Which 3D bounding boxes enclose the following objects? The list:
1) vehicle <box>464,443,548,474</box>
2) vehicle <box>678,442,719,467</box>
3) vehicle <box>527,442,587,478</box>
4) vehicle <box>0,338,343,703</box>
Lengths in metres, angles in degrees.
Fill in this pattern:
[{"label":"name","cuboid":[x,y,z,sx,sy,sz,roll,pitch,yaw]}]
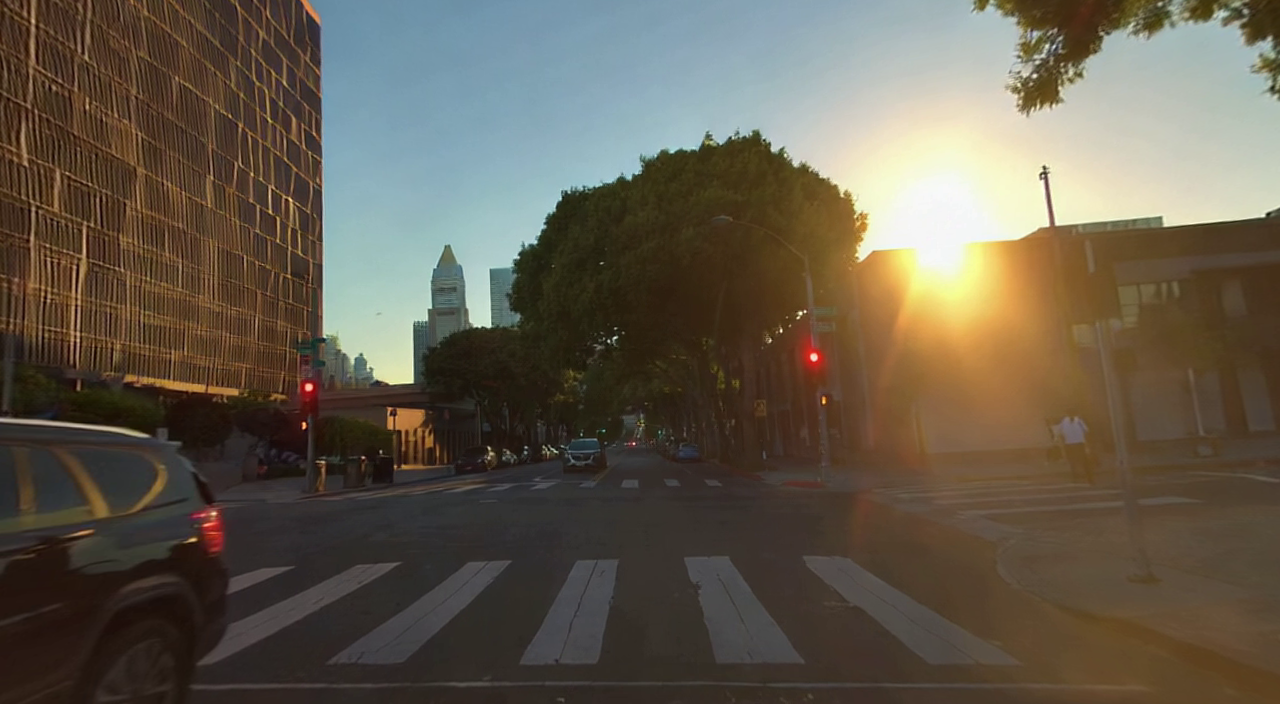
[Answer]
[{"label":"vehicle","cuboid":[-8.021,6.349,38.014,4.526,1.726,1.963,8,-12,-44]},{"label":"vehicle","cuboid":[3.539,6.273,38.868,1.853,1.426,4.160,1,-8,-3]},{"label":"vehicle","cuboid":[-3.667,4.842,28.652,1.989,1.481,4.500,0,-8,1]},{"label":"vehicle","cuboid":[-3.224,0.786,1.785,1.958,1.751,4.393,-2,-9,12]}]
